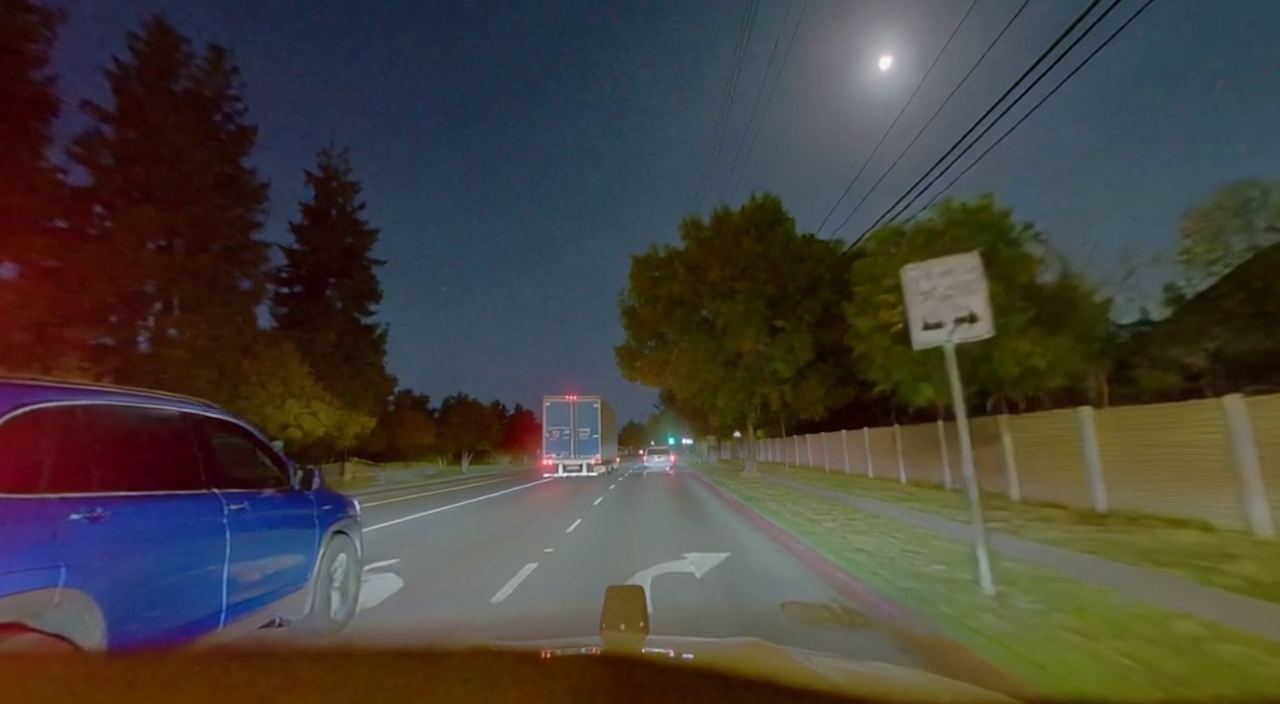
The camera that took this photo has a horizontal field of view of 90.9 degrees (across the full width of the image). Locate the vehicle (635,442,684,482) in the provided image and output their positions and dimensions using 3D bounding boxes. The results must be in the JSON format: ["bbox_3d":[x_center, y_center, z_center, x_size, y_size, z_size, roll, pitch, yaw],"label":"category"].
[{"bbox_3d":[0.887,5.196,29.928,2.174,1.749,4.113,0,-9,1],"label":"vehicle"}]

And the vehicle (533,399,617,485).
[{"bbox_3d":[-2.957,4.566,31.633,2.928,3.658,8.980,0,-9,2],"label":"vehicle"}]

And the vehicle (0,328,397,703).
[{"bbox_3d":[-3.243,1.006,3.225,2.093,1.832,4.508,0,-9,1],"label":"vehicle"}]
